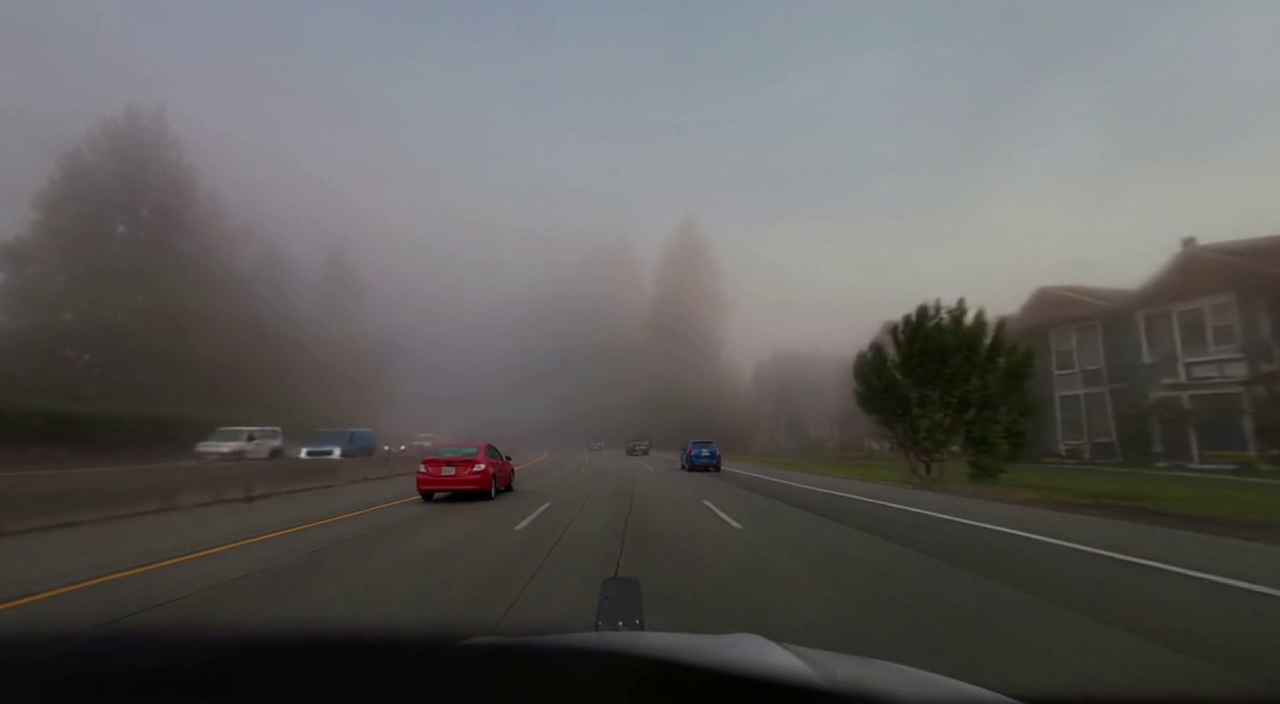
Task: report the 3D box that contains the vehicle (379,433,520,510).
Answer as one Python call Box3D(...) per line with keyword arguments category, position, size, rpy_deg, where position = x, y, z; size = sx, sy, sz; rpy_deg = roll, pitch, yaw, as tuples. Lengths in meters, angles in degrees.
Box3D(category="vehicle", position=(-4.254, 2.729, 14.912), size=(2.036, 1.528, 4.400), rpy_deg=(0, -9, -1))

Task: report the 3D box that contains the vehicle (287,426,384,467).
Box3D(category="vehicle", position=(-13.062, 4.097, 27.325), size=(2.160, 1.618, 4.188), rpy_deg=(0, -9, -1))

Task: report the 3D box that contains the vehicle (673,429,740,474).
Box3D(category="vehicle", position=(2.638, 4.111, 26.196), size=(2.092, 1.686, 4.188), rpy_deg=(0, -9, -3))

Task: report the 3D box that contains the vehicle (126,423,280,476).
Box3D(category="vehicle", position=(-17.220, 3.892, 25.350), size=(2.353, 1.866, 5.671), rpy_deg=(0, -9, -3))
